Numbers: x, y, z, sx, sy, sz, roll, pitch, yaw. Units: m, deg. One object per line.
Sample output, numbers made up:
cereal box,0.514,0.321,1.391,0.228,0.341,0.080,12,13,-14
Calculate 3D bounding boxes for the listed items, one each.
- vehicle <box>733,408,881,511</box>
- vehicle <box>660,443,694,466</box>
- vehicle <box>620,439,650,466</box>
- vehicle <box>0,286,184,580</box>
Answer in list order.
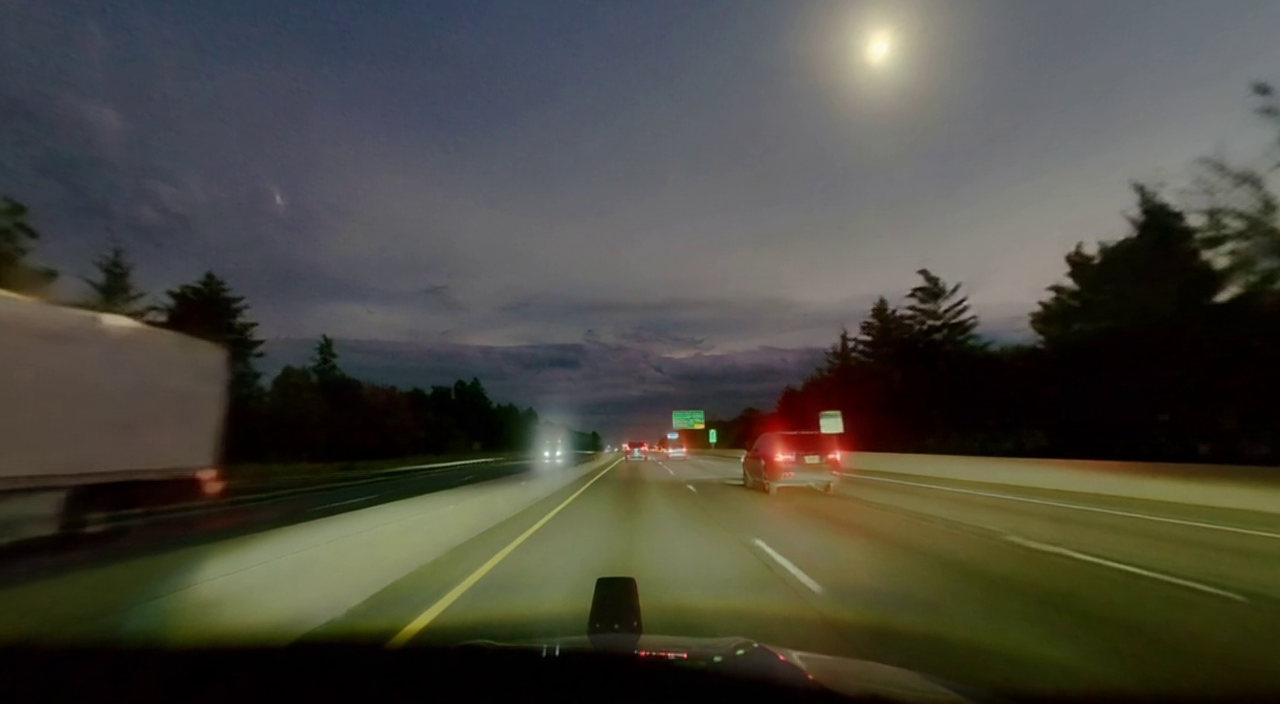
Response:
vehicle,3.606,2.442,14.621,1.981,1.984,4.623,0,-9,-2
vehicle,2.696,7.599,46.772,2.123,1.620,4.959,0,-9,-1
vehicle,-0.396,7.585,47.691,2.192,1.912,4.524,0,-9,-1
vehicle,-10.609,0.575,5.086,3.462,4.045,14.036,0,-9,-1
